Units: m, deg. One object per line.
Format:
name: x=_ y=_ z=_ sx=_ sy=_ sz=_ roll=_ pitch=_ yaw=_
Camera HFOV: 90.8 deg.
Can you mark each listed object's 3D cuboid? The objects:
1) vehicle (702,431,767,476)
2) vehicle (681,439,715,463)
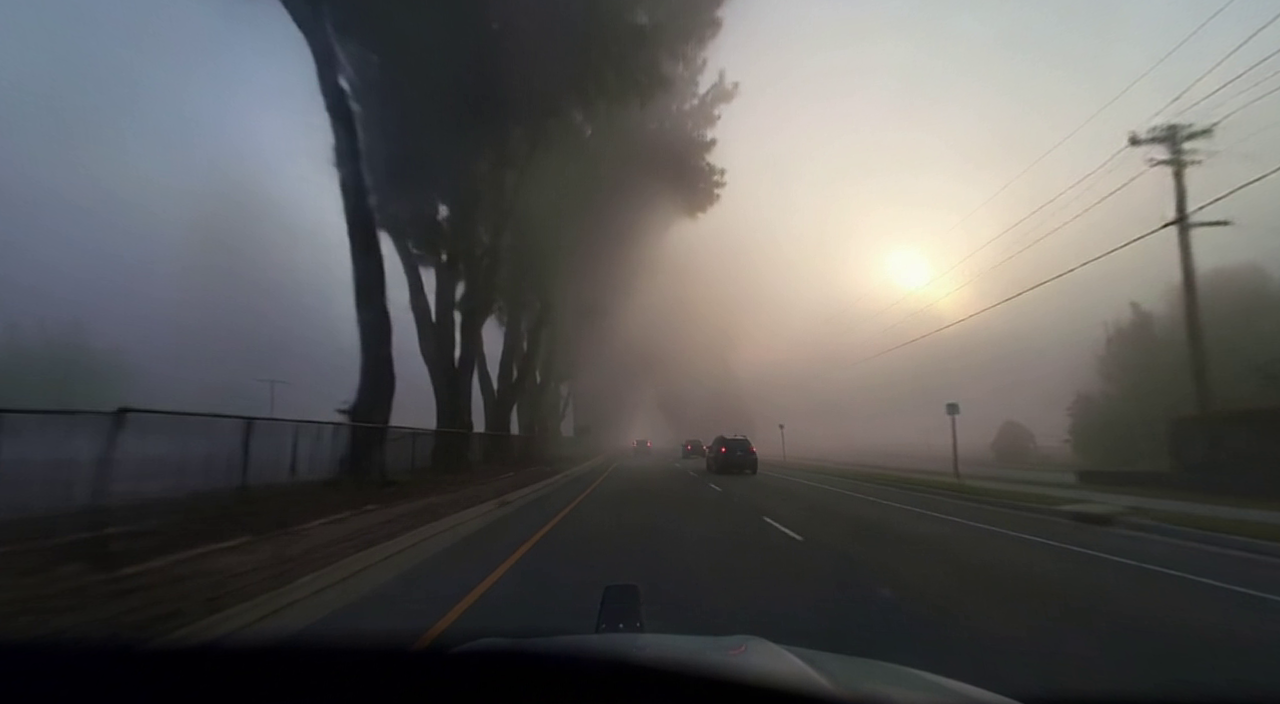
vehicle: x=4.101 y=4.515 z=28.246 sx=2.112 sy=1.825 sz=4.574 roll=0 pitch=-8 yaw=-1
vehicle: x=4.051 y=6.971 z=44.634 sx=2.012 sy=1.653 sz=4.115 roll=0 pitch=-8 yaw=0
